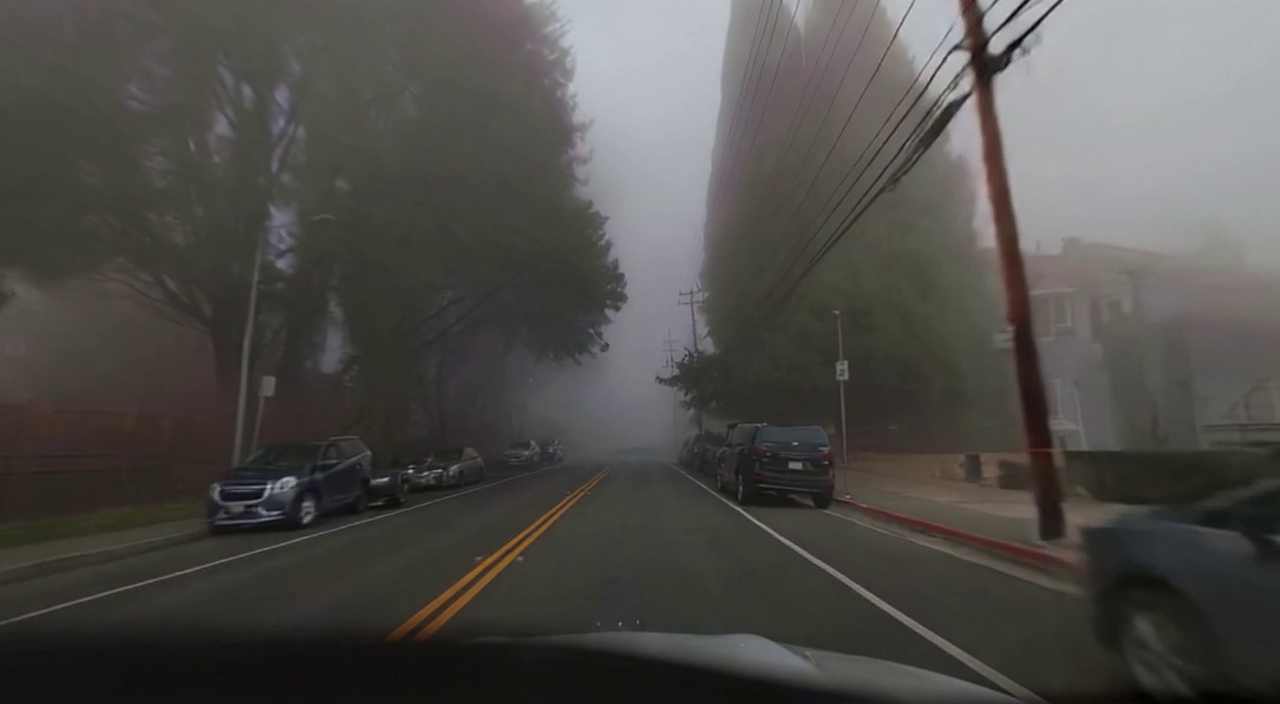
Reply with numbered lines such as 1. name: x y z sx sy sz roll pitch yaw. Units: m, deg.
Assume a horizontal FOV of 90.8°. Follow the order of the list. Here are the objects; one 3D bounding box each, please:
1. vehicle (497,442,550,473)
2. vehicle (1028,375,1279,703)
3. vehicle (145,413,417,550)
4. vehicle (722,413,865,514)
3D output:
1. vehicle: -6.687 6.093 36.841 2.084 1.573 4.599 -2 -7 2
2. vehicle: 3.471 0.724 1.355 2.158 1.560 4.865 0 -8 0
3. vehicle: -6.581 2.369 12.595 2.451 2.099 5.112 -1 -7 0
4. vehicle: 3.367 2.593 15.190 2.065 1.953 5.359 0 -8 0
